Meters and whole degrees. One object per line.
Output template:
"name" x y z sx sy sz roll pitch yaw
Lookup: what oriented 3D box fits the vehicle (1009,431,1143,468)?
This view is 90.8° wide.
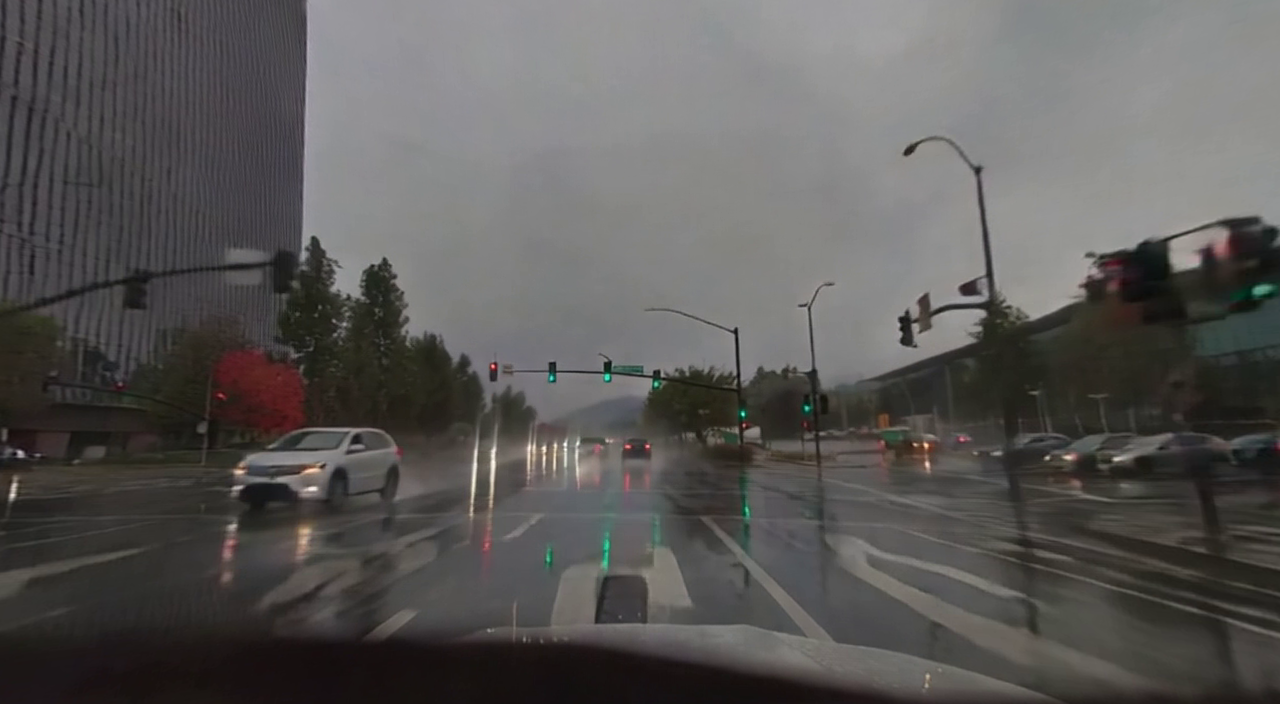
"vehicle" 19.858 4.443 29.039 4.602 1.594 1.917 -2 -8 17

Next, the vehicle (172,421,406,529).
"vehicle" -6.265 2.224 12.005 1.937 1.659 4.259 0 -8 1

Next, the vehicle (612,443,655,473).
"vehicle" -0.331 5.260 31.637 2.050 1.385 4.096 0 -8 -1

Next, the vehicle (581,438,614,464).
"vehicle" -3.114 7.316 46.765 2.001 1.784 4.483 0 -8 2

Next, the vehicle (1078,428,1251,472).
"vehicle" 20.446 3.849 24.888 4.778 1.588 1.822 -3 -9 17

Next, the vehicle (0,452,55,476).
"vehicle" -42.925 7.643 43.324 4.372 1.557 1.961 -3 -10 17
